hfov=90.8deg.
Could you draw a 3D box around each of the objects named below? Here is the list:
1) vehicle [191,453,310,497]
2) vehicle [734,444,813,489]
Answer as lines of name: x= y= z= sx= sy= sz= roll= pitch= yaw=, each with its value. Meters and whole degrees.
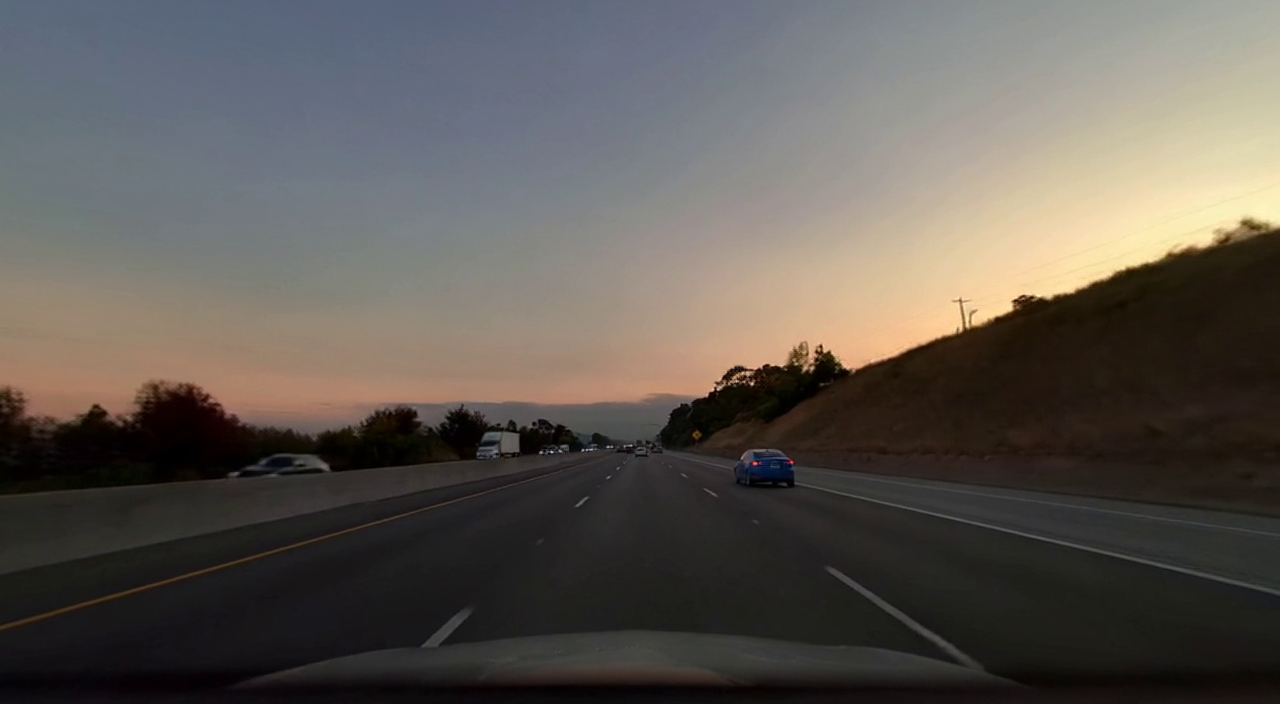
vehicle: x=-15.252 y=4.806 z=25.041 sx=1.873 sy=1.539 sz=4.379 roll=0 pitch=-9 yaw=0
vehicle: x=4.812 y=4.170 z=23.268 sx=1.967 sy=1.472 sz=3.751 roll=0 pitch=-9 yaw=-2
